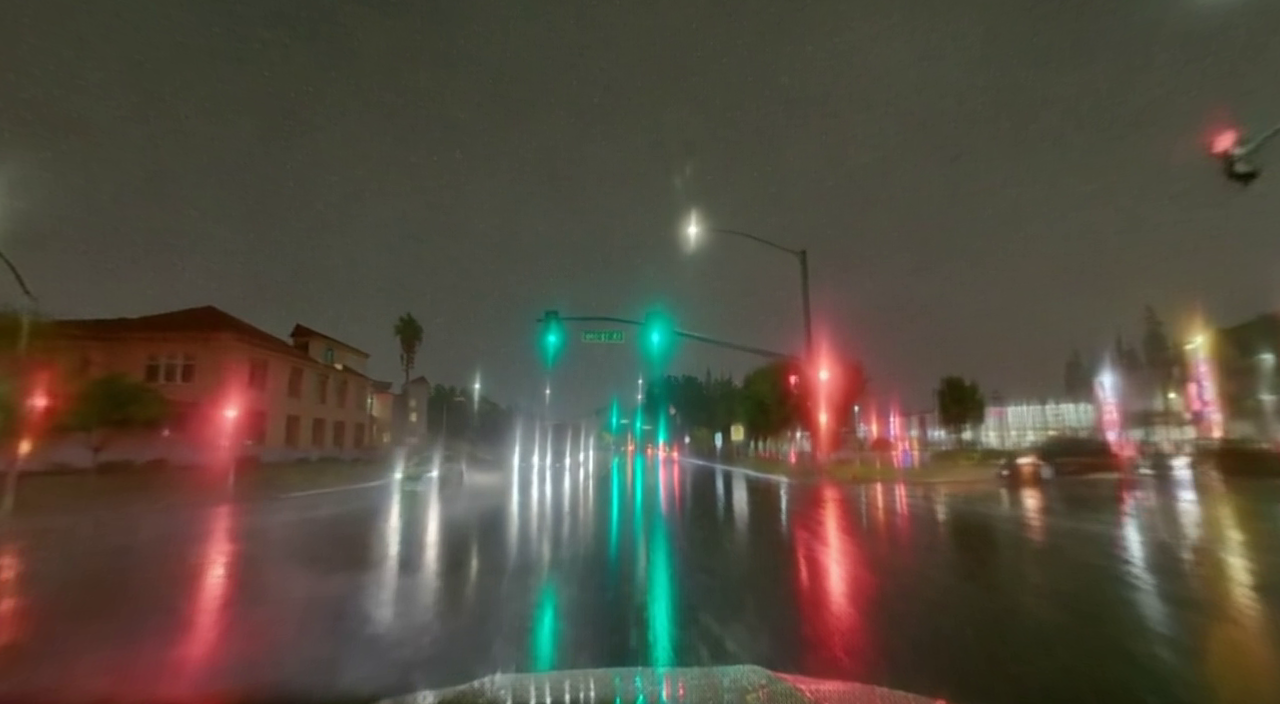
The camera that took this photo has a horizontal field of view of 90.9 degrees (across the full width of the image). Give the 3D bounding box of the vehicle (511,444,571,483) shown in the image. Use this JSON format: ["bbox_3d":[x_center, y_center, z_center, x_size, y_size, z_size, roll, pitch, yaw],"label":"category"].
[{"bbox_3d":[-4.696,5.304,30.384,2.070,1.481,4.266,-5,-7,0],"label":"vehicle"}]

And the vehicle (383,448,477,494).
[{"bbox_3d":[-7.598,4.323,23.287,1.974,1.521,4.197,0,-9,0],"label":"vehicle"}]

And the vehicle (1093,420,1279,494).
[{"bbox_3d":[14.196,2.509,15.429,4.634,1.449,1.936,-3,-7,0],"label":"vehicle"}]

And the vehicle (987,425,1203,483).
[{"bbox_3d":[13.224,2.995,18.592,4.668,1.568,2.111,0,-8,2],"label":"vehicle"}]
